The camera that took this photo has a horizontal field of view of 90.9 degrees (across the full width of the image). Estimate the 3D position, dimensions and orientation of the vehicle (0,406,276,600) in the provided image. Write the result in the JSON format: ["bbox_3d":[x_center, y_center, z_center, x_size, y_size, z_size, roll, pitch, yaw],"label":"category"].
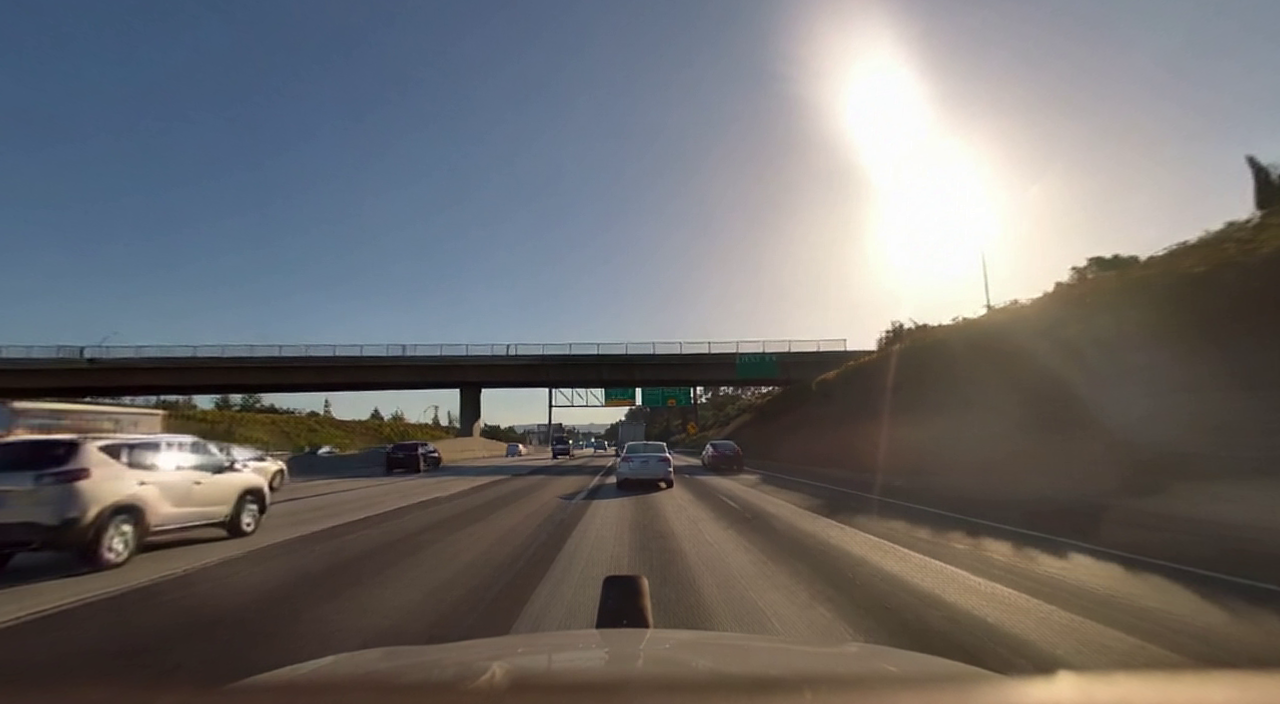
[{"bbox_3d":[-6.607,1.608,7.487,2.060,1.669,4.242,0,-8,-1],"label":"vehicle"}]

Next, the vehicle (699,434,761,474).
[{"bbox_3d":[4.106,4.752,29.548,2.100,1.707,4.342,0,-8,-2],"label":"vehicle"}]

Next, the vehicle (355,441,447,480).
[{"bbox_3d":[-10.140,4.615,27.243,2.019,1.510,4.992,0,-8,0],"label":"vehicle"}]

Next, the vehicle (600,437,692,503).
[{"bbox_3d":[0.086,2.951,16.234,2.042,1.446,4.269,0,-8,-1],"label":"vehicle"}]
